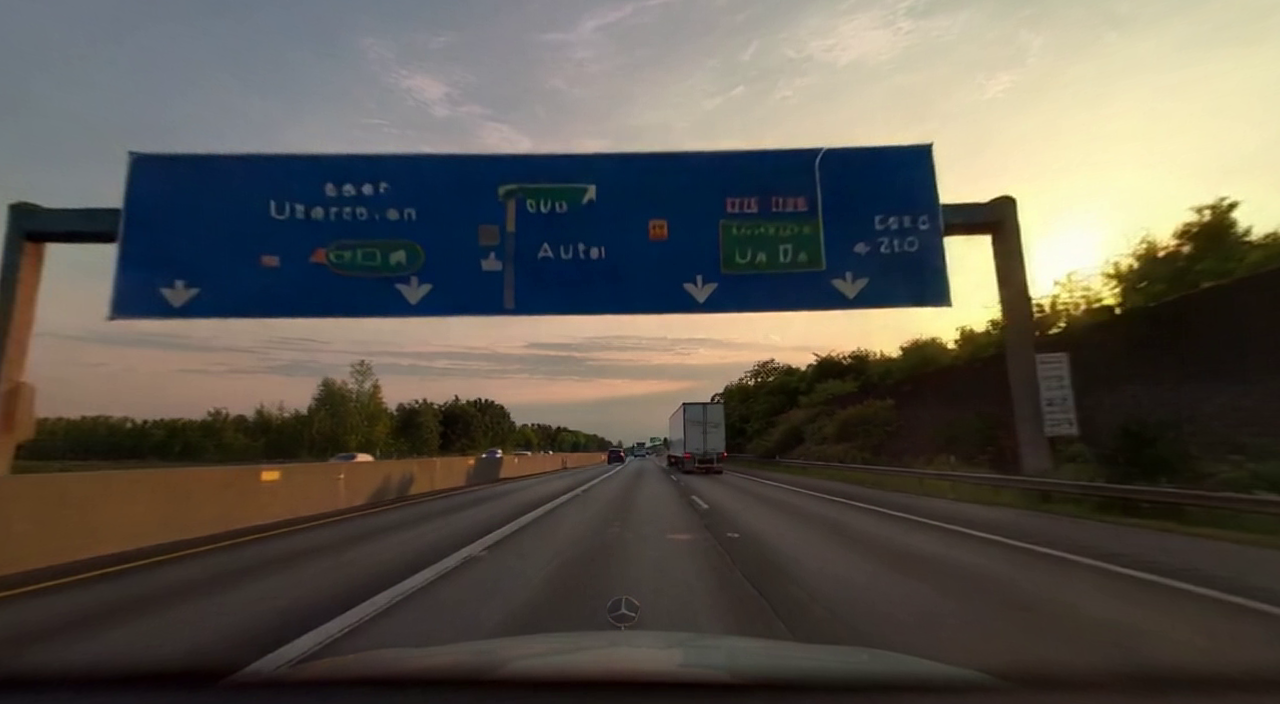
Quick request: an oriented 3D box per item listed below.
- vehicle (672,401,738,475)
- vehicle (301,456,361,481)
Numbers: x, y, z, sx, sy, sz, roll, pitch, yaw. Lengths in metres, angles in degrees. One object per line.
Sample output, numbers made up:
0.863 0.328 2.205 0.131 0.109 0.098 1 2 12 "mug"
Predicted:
3.898 5.839 41.680 2.901 4.032 14.338 0 -9 0 "vehicle"
-20.039 7.557 41.108 1.787 1.474 4.070 0 -9 2 "vehicle"
